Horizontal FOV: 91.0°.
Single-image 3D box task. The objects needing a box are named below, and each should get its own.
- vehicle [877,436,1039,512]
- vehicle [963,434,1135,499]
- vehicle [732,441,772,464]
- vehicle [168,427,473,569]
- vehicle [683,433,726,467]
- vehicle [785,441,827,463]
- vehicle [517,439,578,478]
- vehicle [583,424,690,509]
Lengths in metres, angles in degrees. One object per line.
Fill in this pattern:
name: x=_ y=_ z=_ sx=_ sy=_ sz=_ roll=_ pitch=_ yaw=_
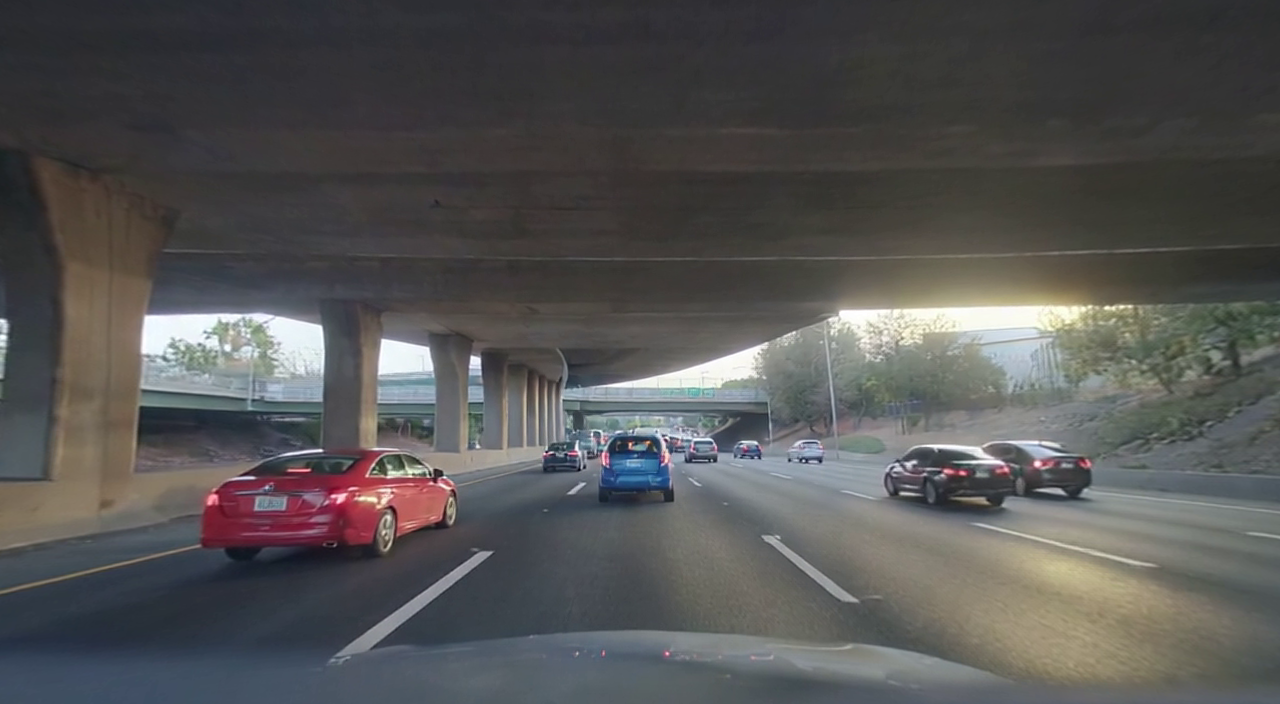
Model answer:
vehicle: x=7.194 y=2.769 z=14.722 sx=1.880 sy=1.526 sz=3.641 roll=0 pitch=-9 yaw=0
vehicle: x=11.478 y=3.226 z=18.139 sx=1.992 sy=1.625 sz=4.359 roll=0 pitch=-9 yaw=0
vehicle: x=7.704 y=6.967 z=43.847 sx=1.963 sy=1.482 sz=4.436 roll=0 pitch=-9 yaw=0
vehicle: x=-4.009 y=1.895 z=8.980 sx=1.974 sy=1.478 sz=4.412 roll=0 pitch=-9 yaw=1
vehicle: x=3.793 y=5.855 z=37.809 sx=2.069 sy=1.876 sz=4.447 roll=0 pitch=-9 yaw=0
vehicle: x=11.805 y=7.141 z=45.027 sx=1.868 sy=1.468 sz=4.168 roll=0 pitch=-9 yaw=0
vehicle: x=-3.902 y=4.574 z=27.341 sx=1.947 sy=1.516 sz=4.295 roll=0 pitch=-9 yaw=1
vehicle: x=-0.060 y=2.651 z=14.924 sx=2.181 sy=1.697 sz=4.021 roll=0 pitch=-9 yaw=0
